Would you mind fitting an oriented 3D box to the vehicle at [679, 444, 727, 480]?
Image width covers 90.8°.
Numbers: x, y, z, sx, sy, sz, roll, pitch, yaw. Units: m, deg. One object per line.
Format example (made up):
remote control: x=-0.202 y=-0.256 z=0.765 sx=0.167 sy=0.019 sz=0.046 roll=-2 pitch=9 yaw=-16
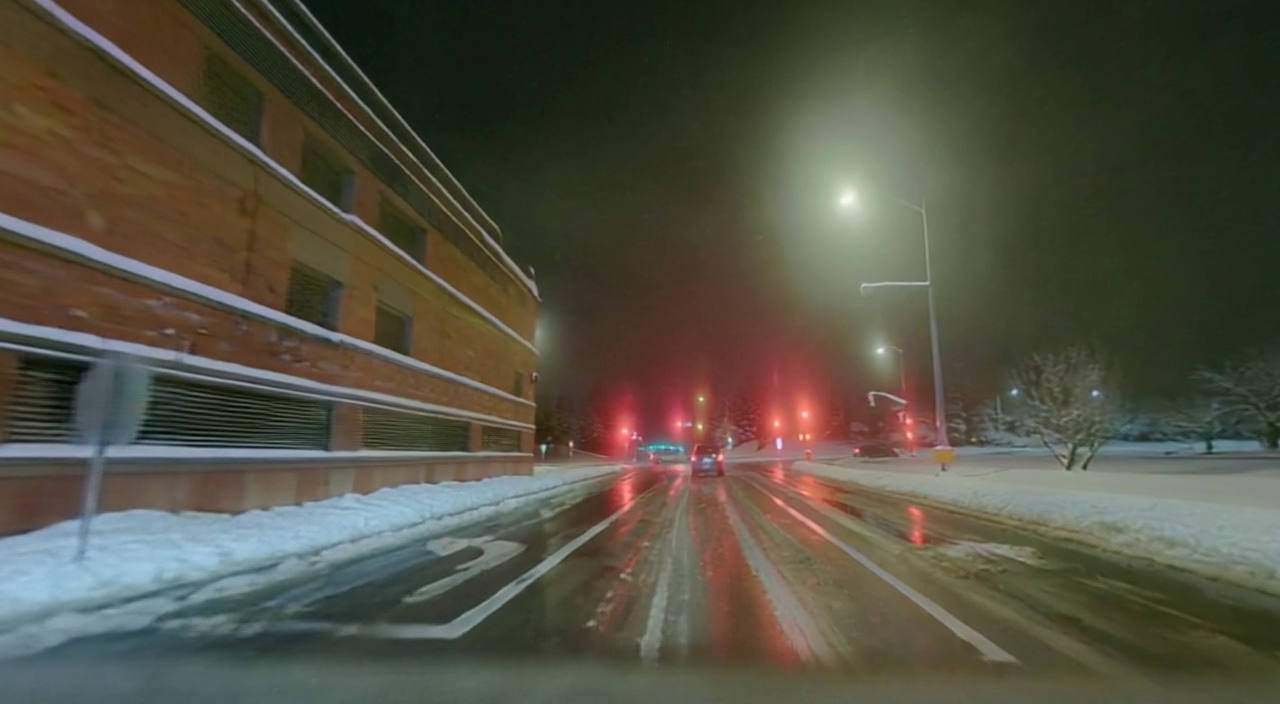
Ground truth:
vehicle: x=3.147 y=5.450 z=31.672 sx=2.218 sy=1.657 sz=4.551 roll=-1 pitch=-8 yaw=6
